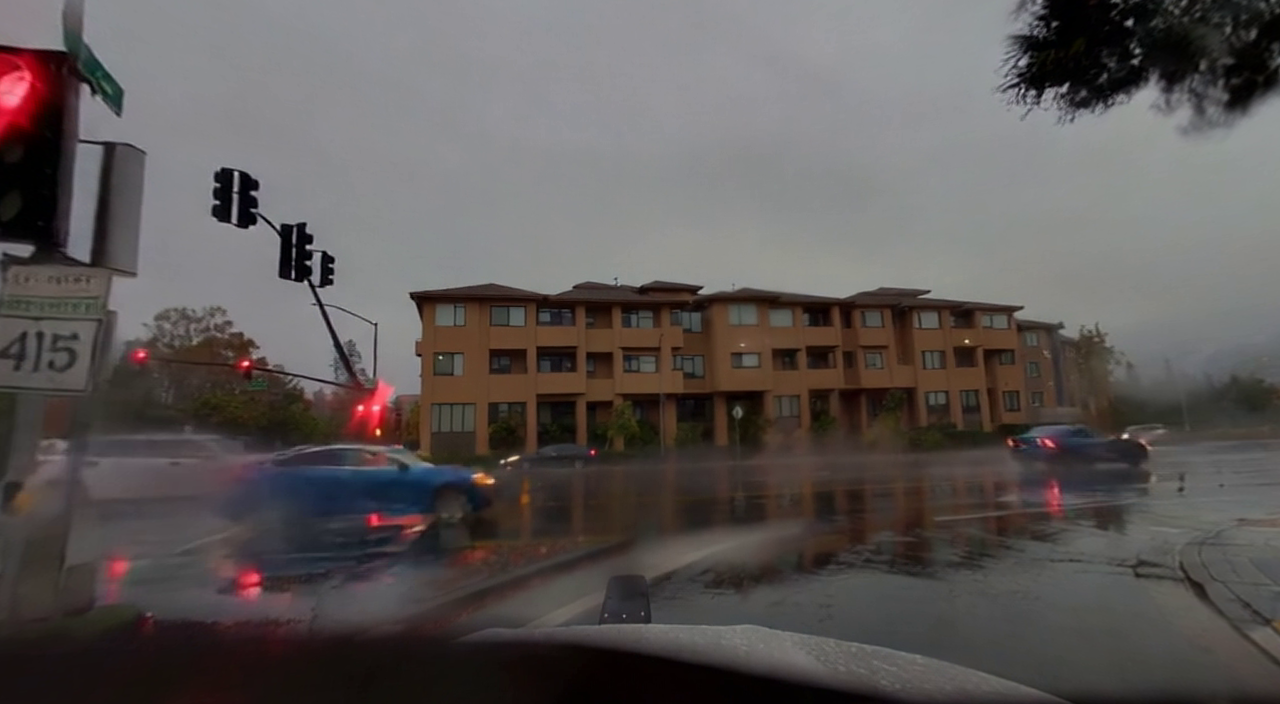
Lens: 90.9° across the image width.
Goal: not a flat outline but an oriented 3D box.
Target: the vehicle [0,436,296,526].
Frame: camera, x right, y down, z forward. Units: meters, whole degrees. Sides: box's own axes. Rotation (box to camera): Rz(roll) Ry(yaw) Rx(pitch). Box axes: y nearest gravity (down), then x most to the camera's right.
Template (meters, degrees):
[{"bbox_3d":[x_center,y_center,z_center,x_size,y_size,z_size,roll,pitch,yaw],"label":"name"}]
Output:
[{"bbox_3d":[-10.307,2.676,13.610,4.683,1.678,1.981,3,-9,-18],"label":"vehicle"}]

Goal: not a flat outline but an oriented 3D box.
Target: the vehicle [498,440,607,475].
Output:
[{"bbox_3d":[-3.727,4.458,26.860,4.289,1.415,1.774,3,-9,-19],"label":"vehicle"}]

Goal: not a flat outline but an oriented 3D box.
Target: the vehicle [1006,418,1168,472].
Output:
[{"bbox_3d":[15.180,3.155,21.468,4.711,1.688,1.915,2,-9,-18],"label":"vehicle"}]

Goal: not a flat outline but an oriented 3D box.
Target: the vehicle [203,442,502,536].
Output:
[{"bbox_3d":[-4.930,2.375,11.490,4.521,1.433,1.943,2,-9,-18],"label":"vehicle"}]
